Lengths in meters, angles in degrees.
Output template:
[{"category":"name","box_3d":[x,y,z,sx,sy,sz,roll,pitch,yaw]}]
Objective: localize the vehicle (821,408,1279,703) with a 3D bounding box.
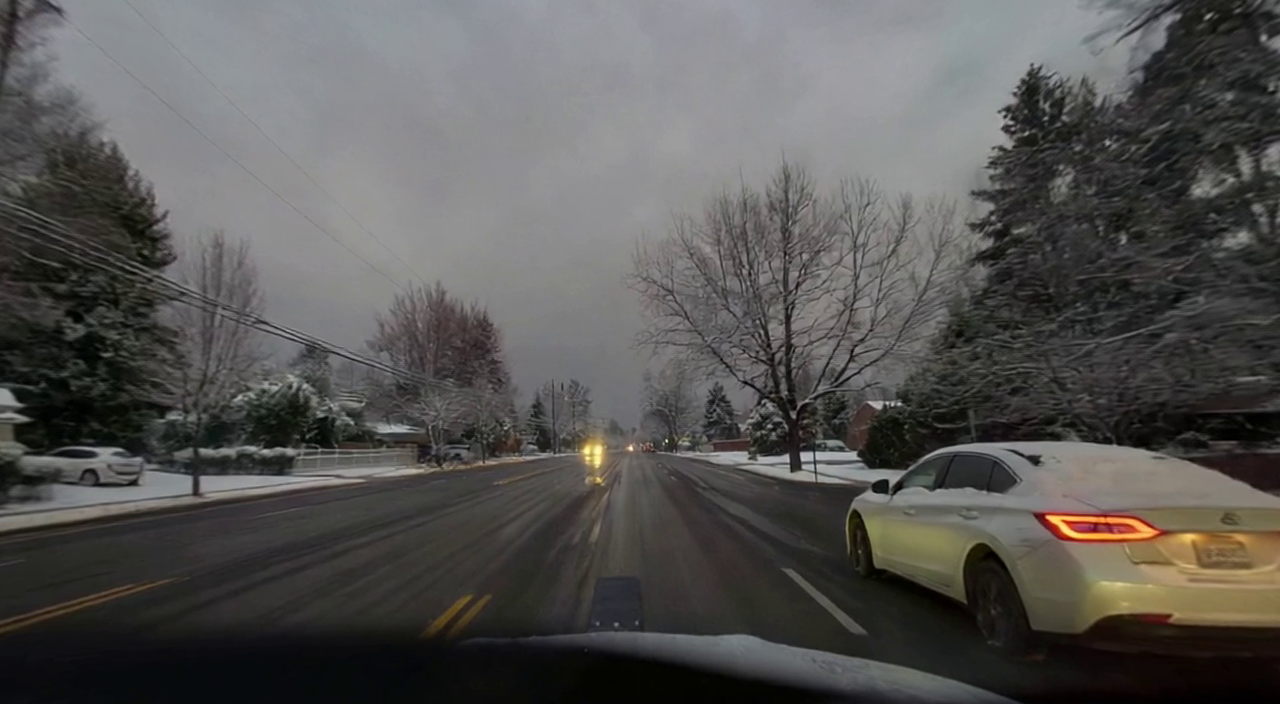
[{"category":"vehicle","box_3d":[3.084,1.313,4.912,2.057,1.493,4.225,0,-8,-1]}]

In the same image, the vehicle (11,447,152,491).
[{"category":"vehicle","box_3d":[-23.789,4.970,27.018,4.230,1.721,2.028,-1,-8,4]}]
